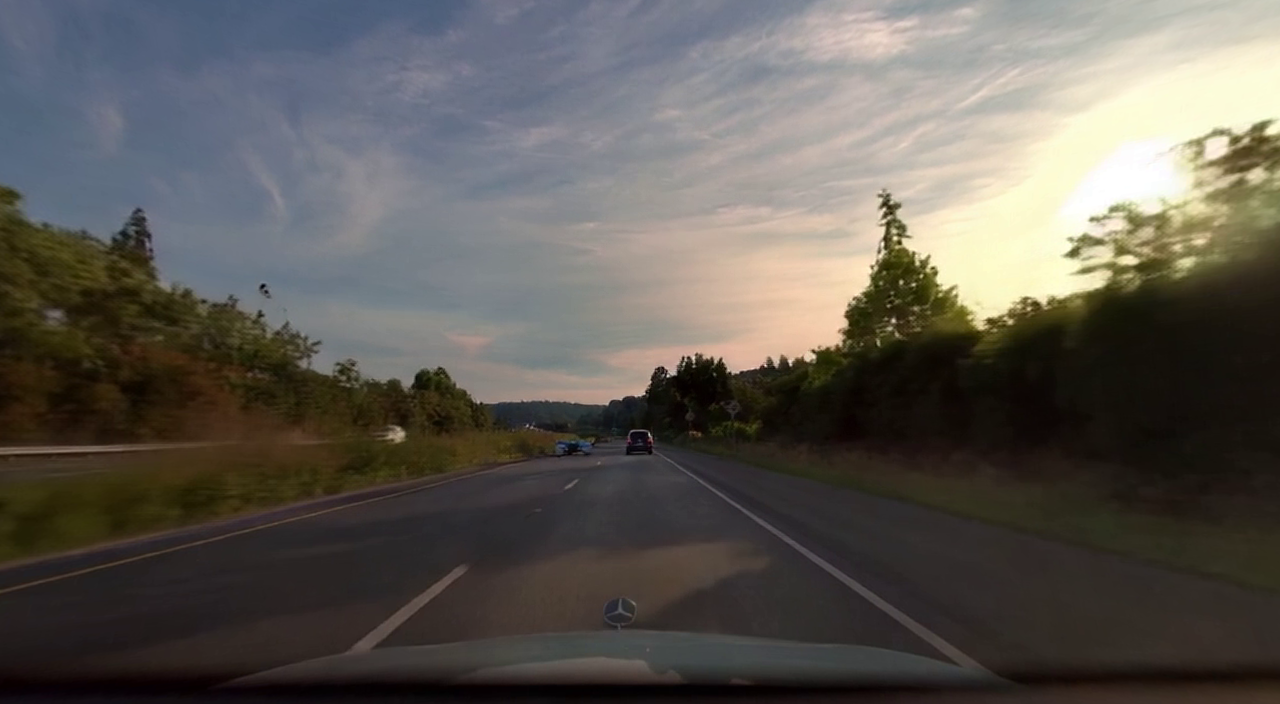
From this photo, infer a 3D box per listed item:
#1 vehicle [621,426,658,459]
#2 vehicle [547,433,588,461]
[{"bbox_3d":[-0.104,5.775,40.233,2.223,1.957,4.416,0,-8,-2],"label":"vehicle"},{"bbox_3d":[-4.279,5.719,37.958,2.062,1.567,4.117,0,-8,-1],"label":"vehicle"}]
